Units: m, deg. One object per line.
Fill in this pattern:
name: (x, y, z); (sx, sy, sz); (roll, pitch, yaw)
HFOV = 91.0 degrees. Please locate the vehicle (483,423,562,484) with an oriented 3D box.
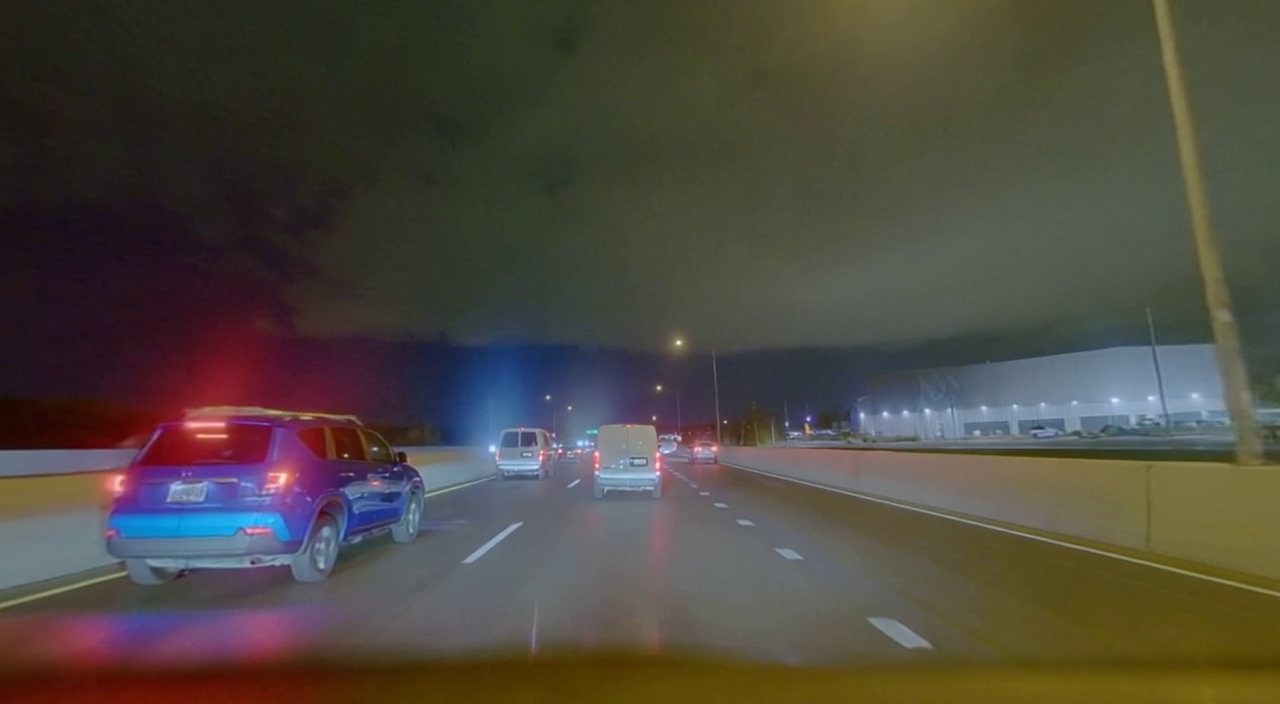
vehicle: (-4.047, 3.567, 22.396); (2.038, 1.936, 4.300); (0, -8, -1)

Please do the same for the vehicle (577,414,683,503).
vehicle: (-0.281, 2.630, 15.940); (2.304, 1.925, 4.282); (0, -8, -1)

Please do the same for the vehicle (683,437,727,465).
vehicle: (3.732, 5.760, 36.738); (1.999, 1.494, 3.833); (0, -8, -3)

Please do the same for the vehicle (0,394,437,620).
vehicle: (-3.948, 1.491, 7.068); (1.972, 1.703, 4.333); (0, -8, -1)

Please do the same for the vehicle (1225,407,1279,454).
vehicle: (30.936, 3.973, 31.761); (1.480, 2.238, 1.864); (-5, -9, 29)
